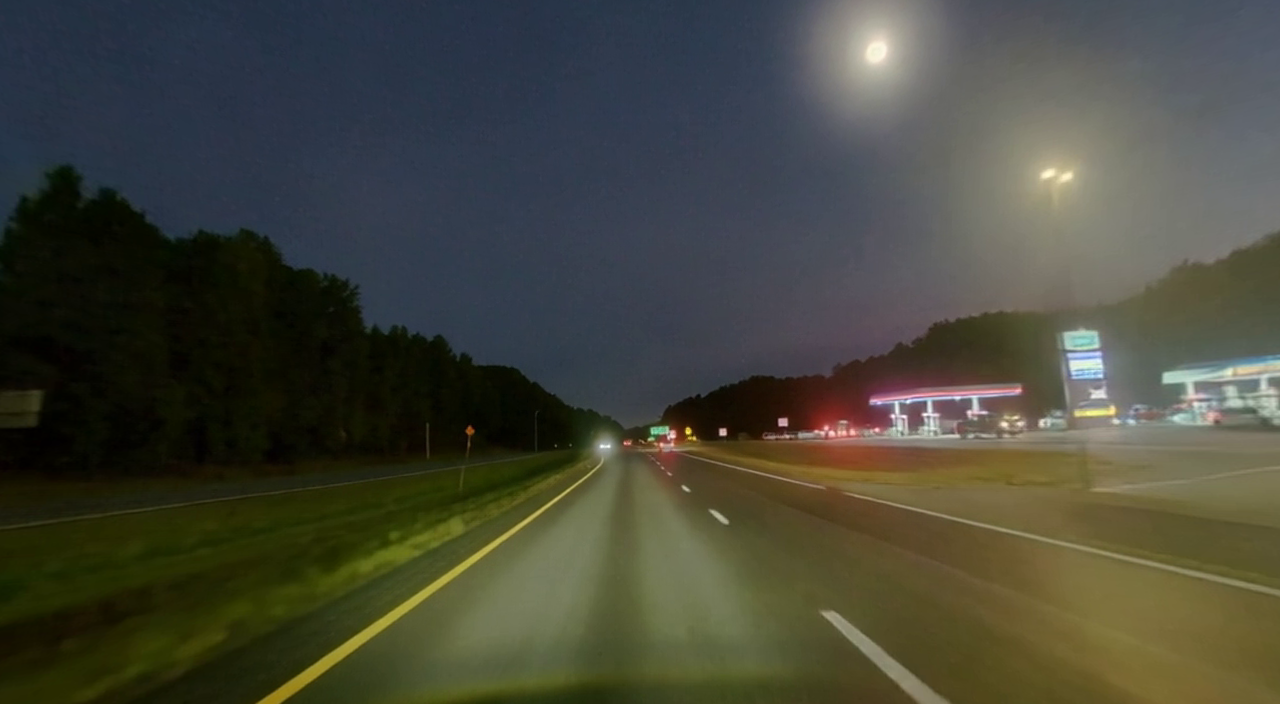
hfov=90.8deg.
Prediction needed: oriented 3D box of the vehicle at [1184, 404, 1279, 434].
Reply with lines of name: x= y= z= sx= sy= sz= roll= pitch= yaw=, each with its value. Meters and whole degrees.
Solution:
vehicle: x=36.503 y=4.171 z=38.839 sx=1.841 sy=1.471 sz=4.498 roll=-3 pitch=-9 yaw=-5
